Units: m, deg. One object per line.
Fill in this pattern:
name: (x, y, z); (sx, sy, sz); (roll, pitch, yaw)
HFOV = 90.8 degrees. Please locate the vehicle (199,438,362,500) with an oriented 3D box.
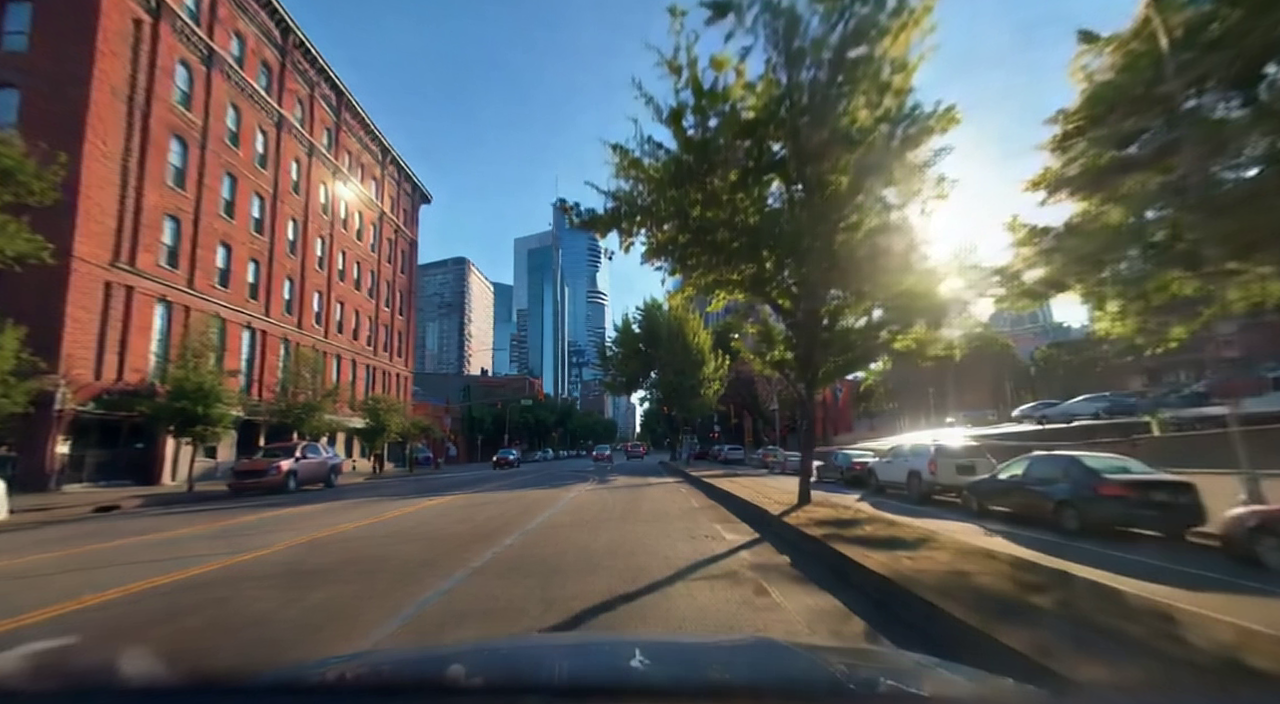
vehicle: (-14.462, 4.710, 26.111); (2.822, 2.230, 6.145); (0, -9, 3)

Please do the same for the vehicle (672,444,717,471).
vehicle: (3.211, 6.344, 38.288); (2.238, 1.499, 4.964); (0, -8, 0)

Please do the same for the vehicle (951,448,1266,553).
vehicle: (8.052, 2.535, 11.686); (2.075, 1.467, 4.800); (0, -8, -1)

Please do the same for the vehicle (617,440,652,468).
vehicle: (-0.409, 7.239, 45.117); (2.329, 1.842, 4.537); (0, -8, -1)

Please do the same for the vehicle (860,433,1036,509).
vehicle: (8.144, 3.198, 17.408); (2.310, 1.753, 4.814); (0, -9, -1)

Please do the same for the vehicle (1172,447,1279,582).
vehicle: (8.064, 1.614, 5.814); (2.030, 1.444, 4.832); (0, -8, -1)

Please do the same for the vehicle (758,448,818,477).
vehicle: (8.101, 6.067, 35.026); (2.054, 1.455, 4.786); (0, -8, -2)

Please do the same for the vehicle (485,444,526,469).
vehicle: (-10.151, 7.920, 48.058); (2.212, 1.784, 4.626); (0, -8, -2)
